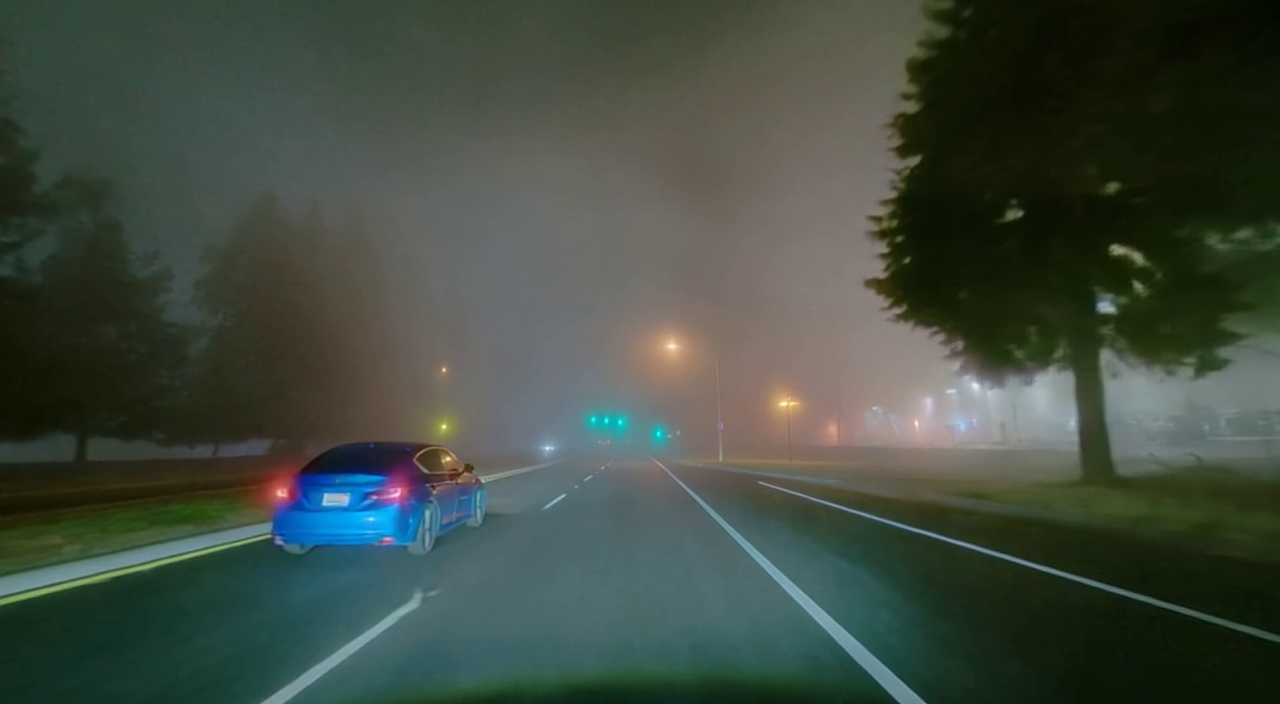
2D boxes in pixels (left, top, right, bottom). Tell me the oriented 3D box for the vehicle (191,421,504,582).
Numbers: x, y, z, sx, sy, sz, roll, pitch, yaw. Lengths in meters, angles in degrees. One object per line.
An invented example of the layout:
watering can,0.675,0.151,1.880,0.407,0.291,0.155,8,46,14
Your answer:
vehicle,-3.159,1.688,7.962,1.964,1.472,4.078,0,-8,0

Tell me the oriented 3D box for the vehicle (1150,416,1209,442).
vehicle,31.240,4.437,36.695,1.690,1.378,3.826,-6,-8,27
